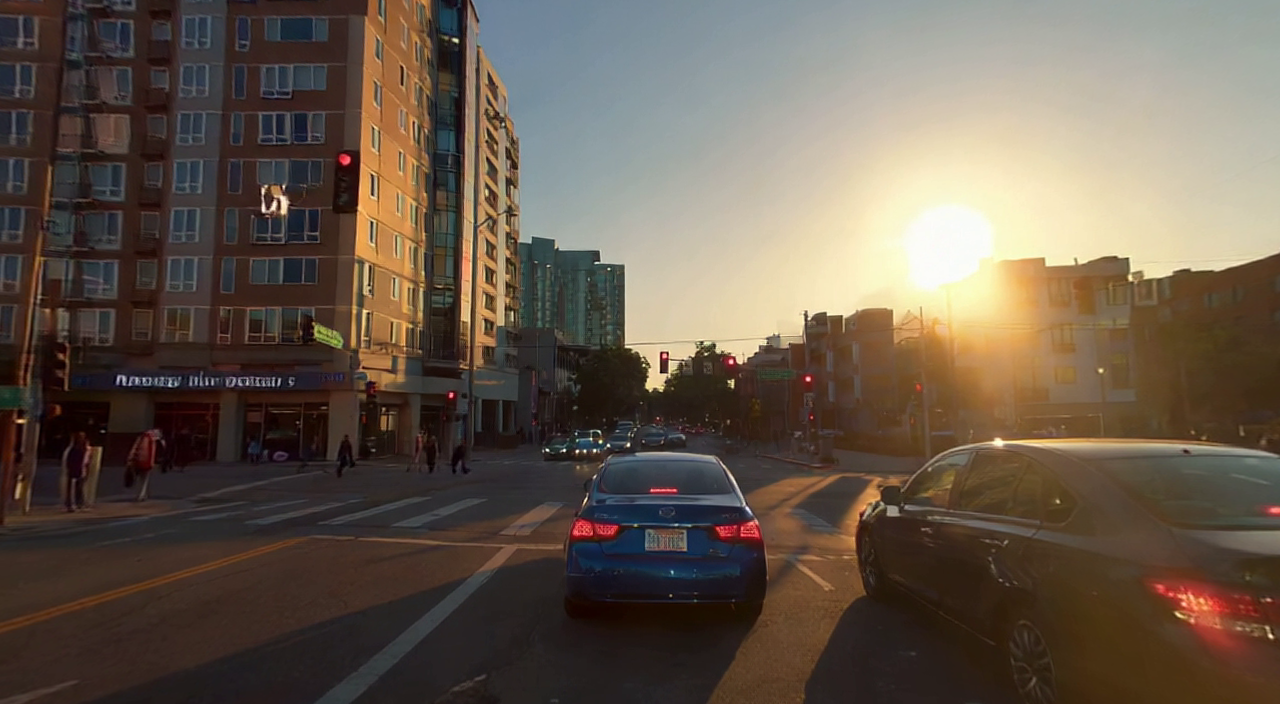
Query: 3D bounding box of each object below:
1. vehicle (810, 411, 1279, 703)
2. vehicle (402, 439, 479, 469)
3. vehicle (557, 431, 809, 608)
[{"bbox_3d":[2.815,1.292,4.552,1.961,1.498,4.356,0,-8,0],"label":"vehicle"},{"bbox_3d":[-11.497,5.884,36.544,2.030,1.596,3.912,-5,-10,28],"label":"vehicle"},{"bbox_3d":[0.289,1.714,7.422,2.132,1.464,4.089,0,-8,-2],"label":"vehicle"}]
